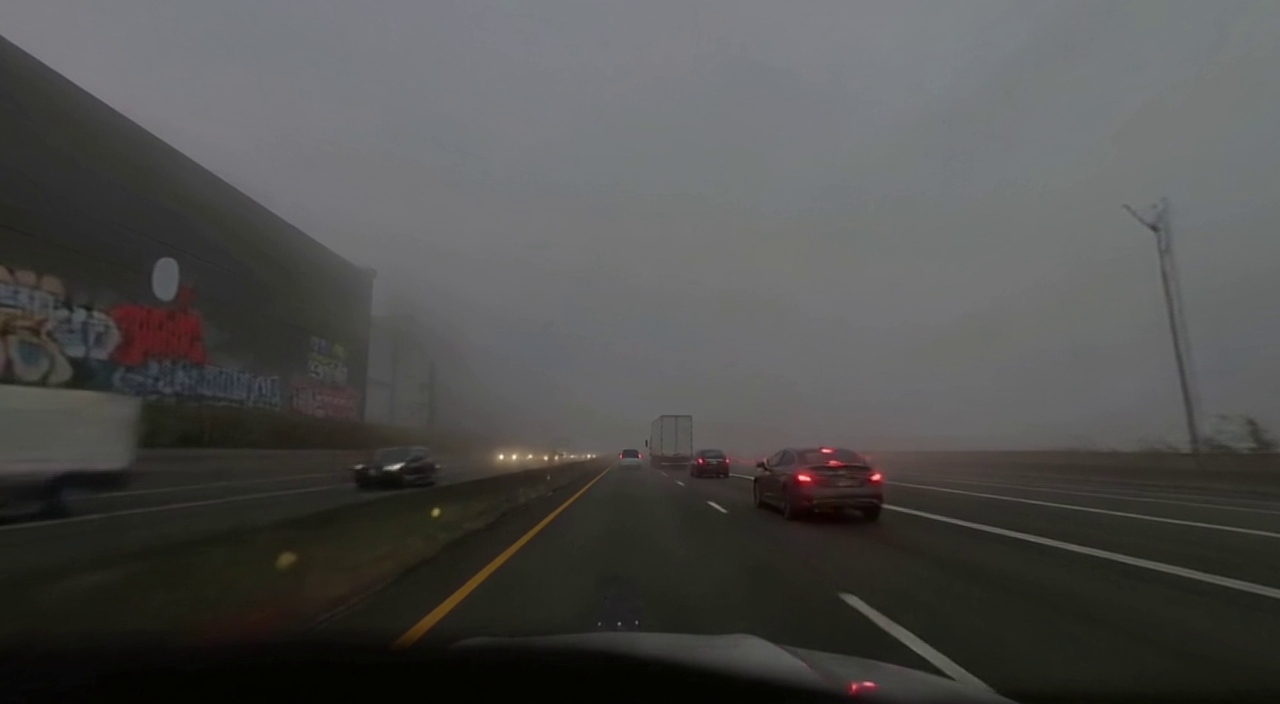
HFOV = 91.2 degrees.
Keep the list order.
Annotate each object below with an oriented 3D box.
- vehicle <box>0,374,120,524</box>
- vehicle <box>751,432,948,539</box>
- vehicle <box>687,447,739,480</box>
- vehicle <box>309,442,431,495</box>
[{"bbox_3d":[-12.027,1.521,9.783,2.373,2.502,6.255,0,-9,0],"label":"vehicle"},{"bbox_3d":[3.600,2.395,11.908,2.045,1.605,4.674,0,-9,-1],"label":"vehicle"},{"bbox_3d":[3.730,5.794,32.913,2.085,1.588,4.436,0,-9,-2],"label":"vehicle"},{"bbox_3d":[-8.756,3.806,20.861,1.965,1.527,4.704,0,-9,0],"label":"vehicle"}]
